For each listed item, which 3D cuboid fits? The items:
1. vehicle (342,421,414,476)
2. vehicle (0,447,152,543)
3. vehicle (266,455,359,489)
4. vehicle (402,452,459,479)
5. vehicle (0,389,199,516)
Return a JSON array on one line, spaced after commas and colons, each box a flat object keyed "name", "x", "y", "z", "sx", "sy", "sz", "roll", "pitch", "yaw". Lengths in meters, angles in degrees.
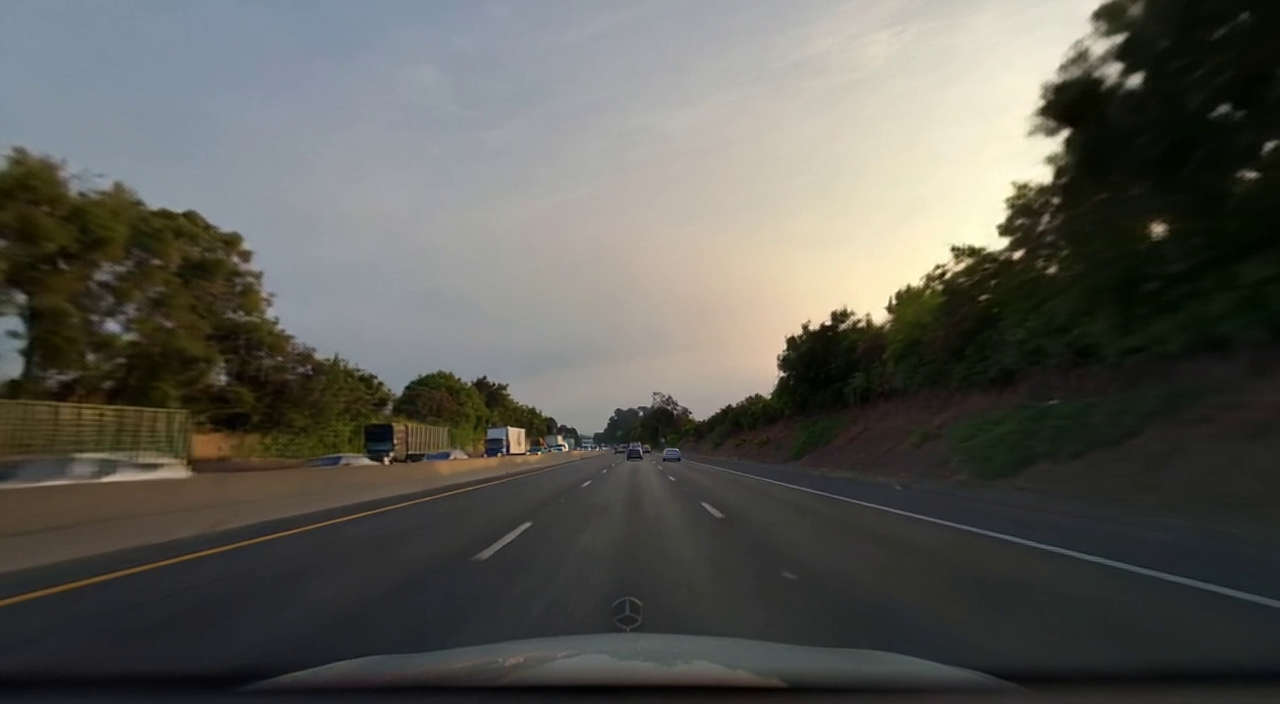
[{"name": "vehicle", "x": -20.332, "y": 7.523, "z": 49.296, "sx": 2.966, "sy": 3.997, "sz": 6.255, "roll": 0, "pitch": -9, "yaw": -2}, {"name": "vehicle", "x": -11.285, "y": 2.427, "z": 10.980, "sx": 2.078, "sy": 1.522, "sz": 4.275, "roll": 0, "pitch": -9, "yaw": 0}, {"name": "vehicle", "x": -15.855, "y": 5.819, "z": 30.835, "sx": 1.954, "sy": 1.488, "sz": 4.728, "roll": 0, "pitch": -9, "yaw": 0}, {"name": "vehicle", "x": -11.987, "y": 6.509, "z": 36.384, "sx": 1.862, "sy": 1.445, "sz": 4.101, "roll": 0, "pitch": -9, "yaw": 0}, {"name": "vehicle", "x": -20.274, "y": 3.324, "z": 20.881, "sx": 2.745, "sy": 3.723, "sz": 11.956, "roll": 0, "pitch": -9, "yaw": -1}]
